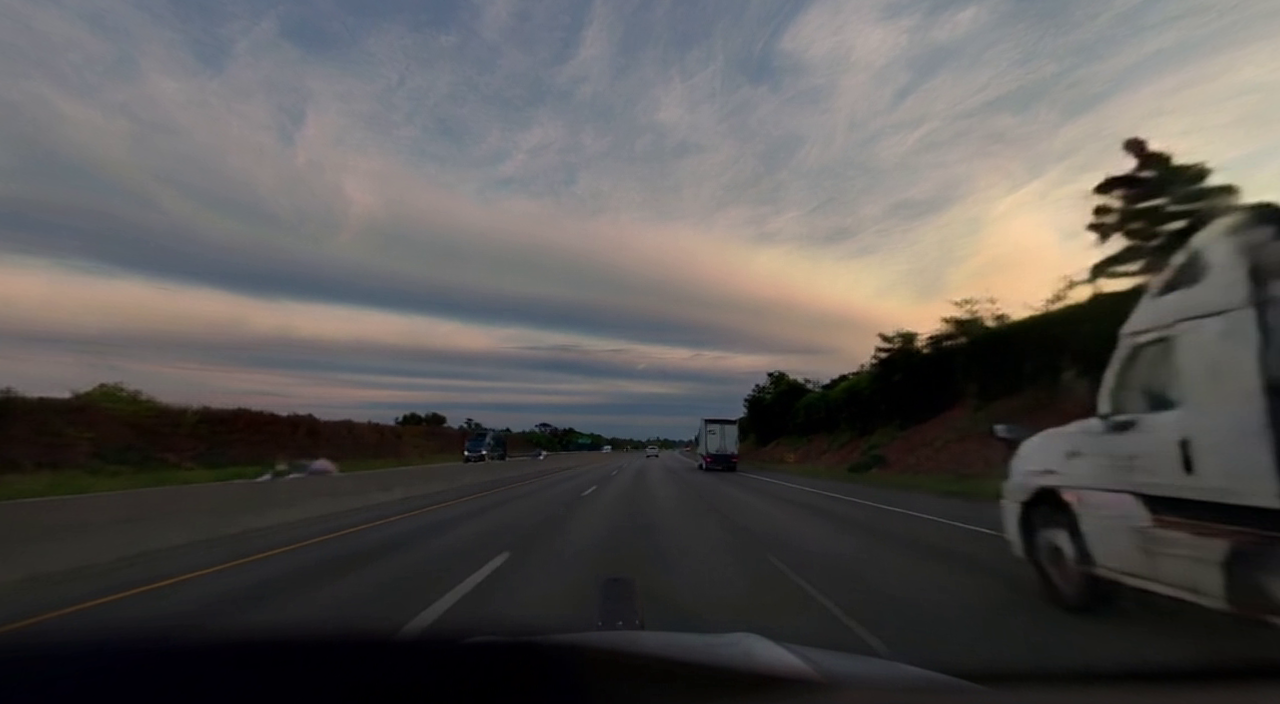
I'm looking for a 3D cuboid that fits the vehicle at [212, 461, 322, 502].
[{"bbox_3d":[-15.119,5.248,25.895,1.792,1.467,4.397,0,-9,0],"label":"vehicle"}]

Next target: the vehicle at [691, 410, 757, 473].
[{"bbox_3d":[4.786,5.368,37.431,2.771,3.313,8.121,0,-9,0],"label":"vehicle"}]
